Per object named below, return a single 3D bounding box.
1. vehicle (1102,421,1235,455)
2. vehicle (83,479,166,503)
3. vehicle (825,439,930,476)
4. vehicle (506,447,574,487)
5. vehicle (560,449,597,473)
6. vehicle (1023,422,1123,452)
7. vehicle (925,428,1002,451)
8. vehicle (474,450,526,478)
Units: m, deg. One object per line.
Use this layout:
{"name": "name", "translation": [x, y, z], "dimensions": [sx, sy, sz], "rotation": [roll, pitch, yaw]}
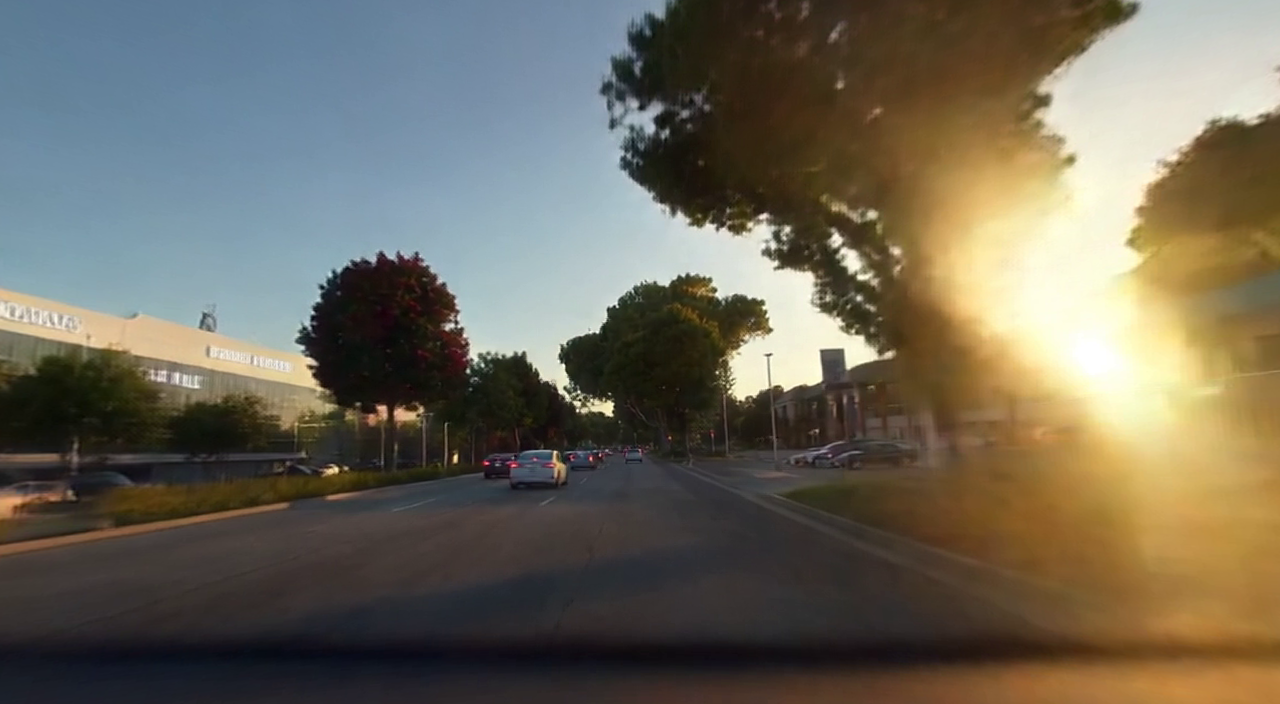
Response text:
{"name": "vehicle", "translation": [25.119, 4.110, 30.119], "dimensions": [4.614, 1.464, 1.856], "rotation": [-1, -9, 0]}
{"name": "vehicle", "translation": [-37.171, 10.002, 45.630], "dimensions": [4.232, 1.578, 1.759], "rotation": [1, -10, -3]}
{"name": "vehicle", "translation": [12.889, 5.754, 34.499], "dimensions": [4.790, 1.439, 2.034], "rotation": [-7, -9, 1]}
{"name": "vehicle", "translation": [-4.005, 4.704, 26.147], "dimensions": [2.011, 1.483, 4.596], "rotation": [0, -9, 1]}
{"name": "vehicle", "translation": [-3.964, 7.073, 41.243], "dimensions": [1.971, 1.414, 4.317], "rotation": [0, -9, 1]}
{"name": "vehicle", "translation": [25.053, 4.941, 36.661], "dimensions": [4.154, 1.662, 2.113], "rotation": [0, -8, 1]}
{"name": "vehicle", "translation": [25.350, 6.886, 49.592], "dimensions": [4.939, 1.818, 1.989], "rotation": [0, -9, -1]}
{"name": "vehicle", "translation": [-8.197, 6.608, 37.515], "dimensions": [1.976, 1.497, 4.709], "rotation": [0, -9, 1]}
